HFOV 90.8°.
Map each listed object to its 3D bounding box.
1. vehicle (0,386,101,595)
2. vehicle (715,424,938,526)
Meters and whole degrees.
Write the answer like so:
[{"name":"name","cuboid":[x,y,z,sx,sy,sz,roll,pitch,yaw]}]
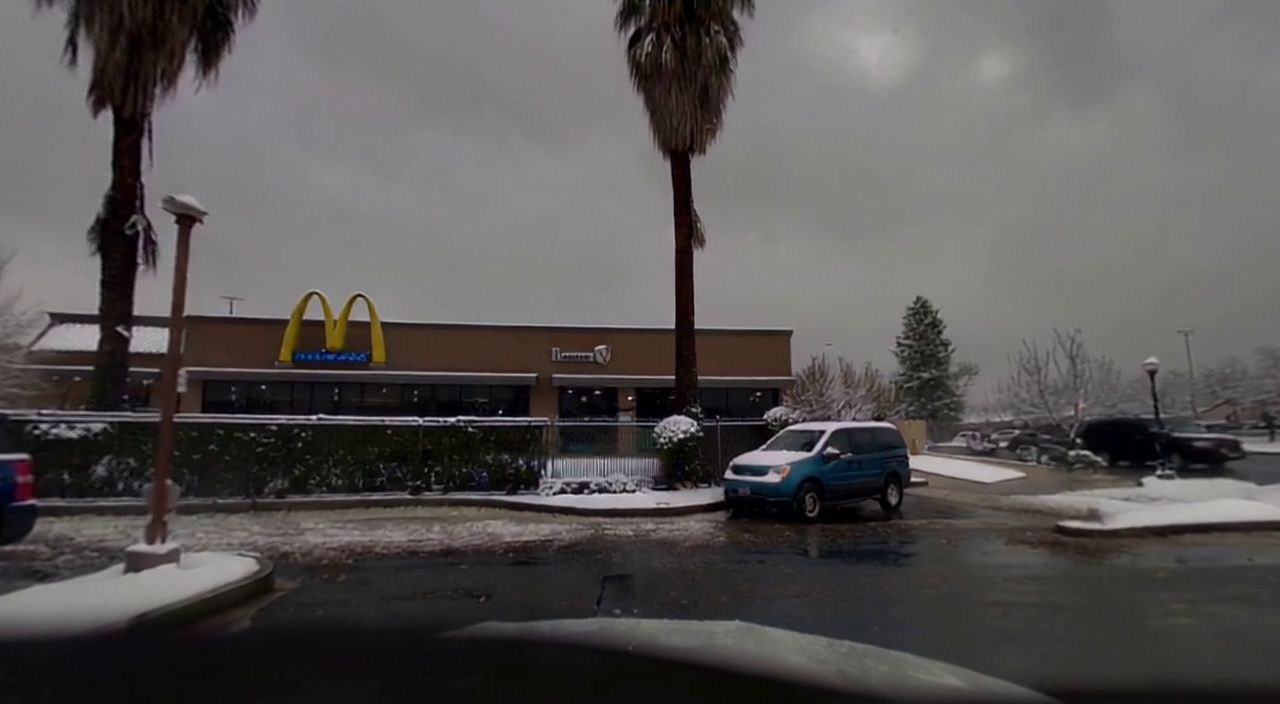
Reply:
[{"name":"vehicle","cuboid":[-6.805,1.078,4.501,1.943,1.890,4.472,0,-8,-1]},{"name":"vehicle","cuboid":[3.988,2.447,13.417,4.365,1.791,2.073,4,-7,-30]}]
